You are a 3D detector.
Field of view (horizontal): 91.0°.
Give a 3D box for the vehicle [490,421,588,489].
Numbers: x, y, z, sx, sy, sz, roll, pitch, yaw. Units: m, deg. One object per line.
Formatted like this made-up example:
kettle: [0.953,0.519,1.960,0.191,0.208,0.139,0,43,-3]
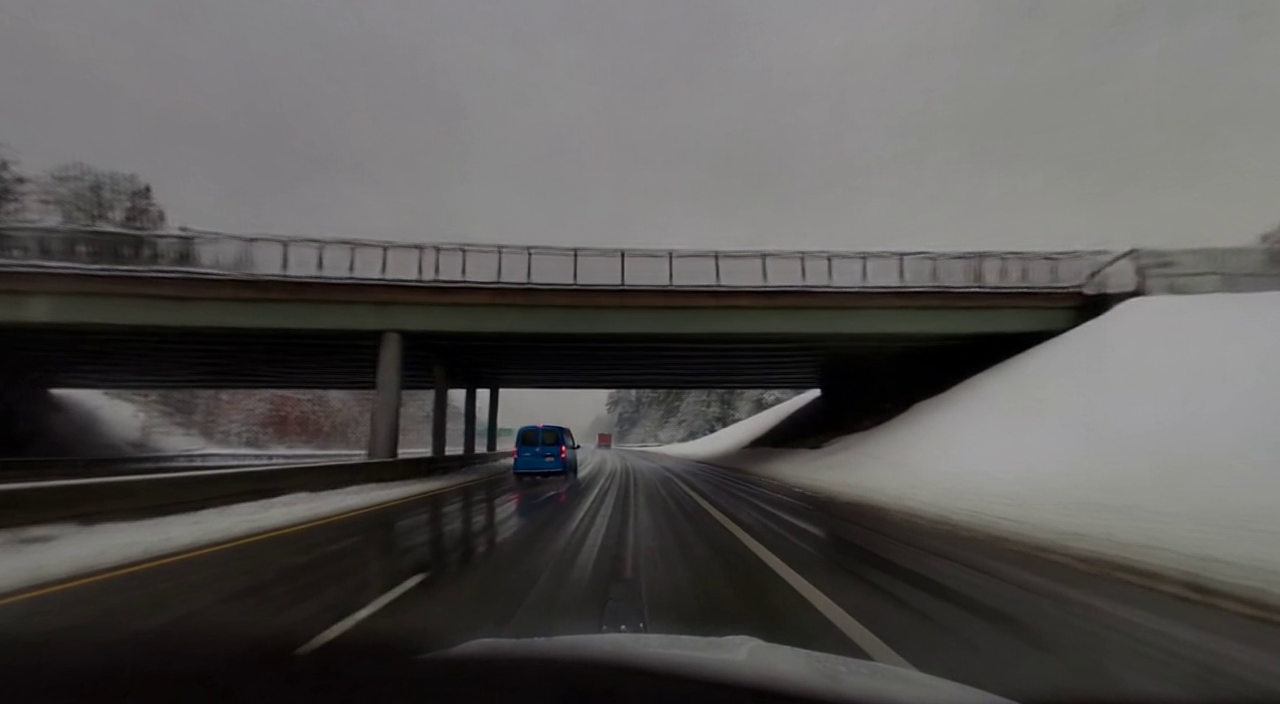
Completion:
vehicle: [-3.089,3.308,20.492,2.372,1.891,5.061,0,-8,0]
